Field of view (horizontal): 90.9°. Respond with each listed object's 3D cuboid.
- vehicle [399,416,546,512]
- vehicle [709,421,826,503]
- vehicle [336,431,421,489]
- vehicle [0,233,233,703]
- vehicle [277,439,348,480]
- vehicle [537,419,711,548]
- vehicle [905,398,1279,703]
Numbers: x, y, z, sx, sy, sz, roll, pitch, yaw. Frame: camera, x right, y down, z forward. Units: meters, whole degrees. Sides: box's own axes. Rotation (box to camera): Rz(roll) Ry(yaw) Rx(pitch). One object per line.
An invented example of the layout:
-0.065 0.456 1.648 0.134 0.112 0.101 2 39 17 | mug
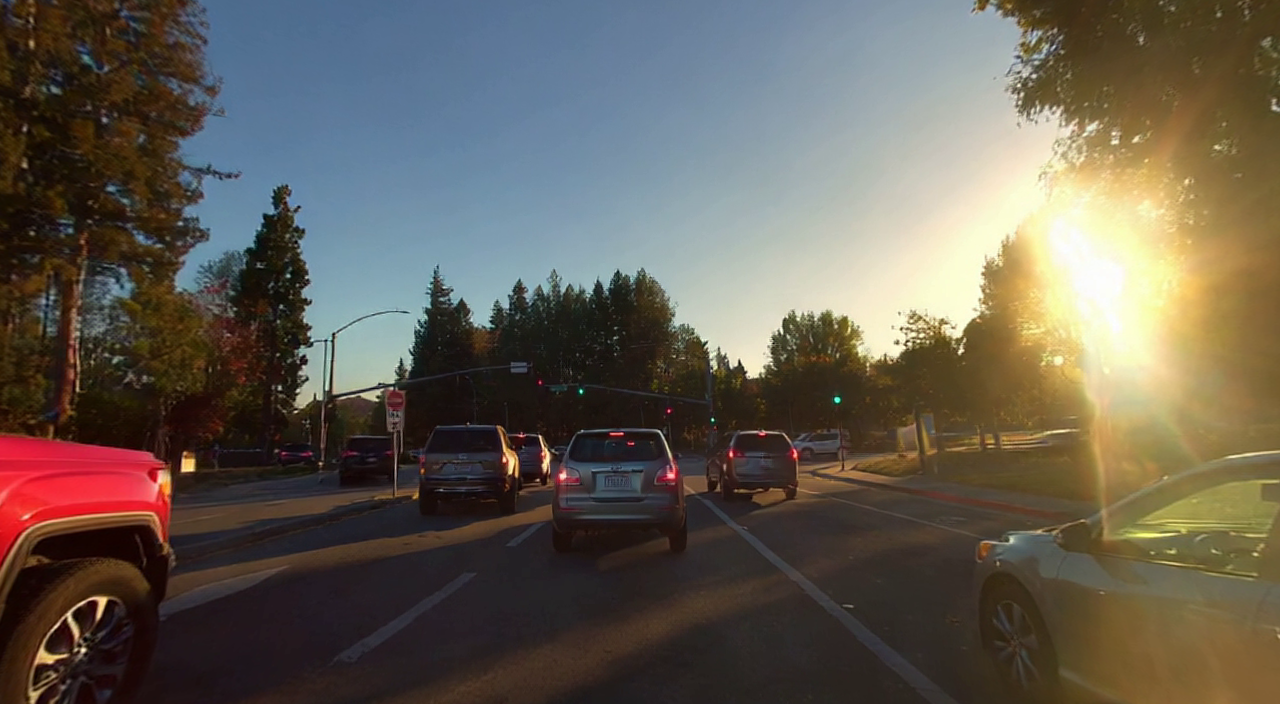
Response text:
-3.622 2.529 14.667 2.089 1.857 4.488 0 -8 1 | vehicle
3.140 2.839 16.636 2.102 1.841 4.587 0 -8 0 | vehicle
-9.081 3.750 22.297 2.088 1.787 4.728 2 -9 -15 | vehicle
-3.477 0.360 0.310 2.656 2.021 5.800 0 -8 0 | vehicle
-16.092 5.183 30.819 2.256 1.799 4.831 6 -10 -36 | vehicle
-0.218 1.935 9.886 2.194 1.607 3.690 0 -8 0 | vehicle
3.014 0.963 2.511 1.874 1.477 4.698 0 -8 0 | vehicle
